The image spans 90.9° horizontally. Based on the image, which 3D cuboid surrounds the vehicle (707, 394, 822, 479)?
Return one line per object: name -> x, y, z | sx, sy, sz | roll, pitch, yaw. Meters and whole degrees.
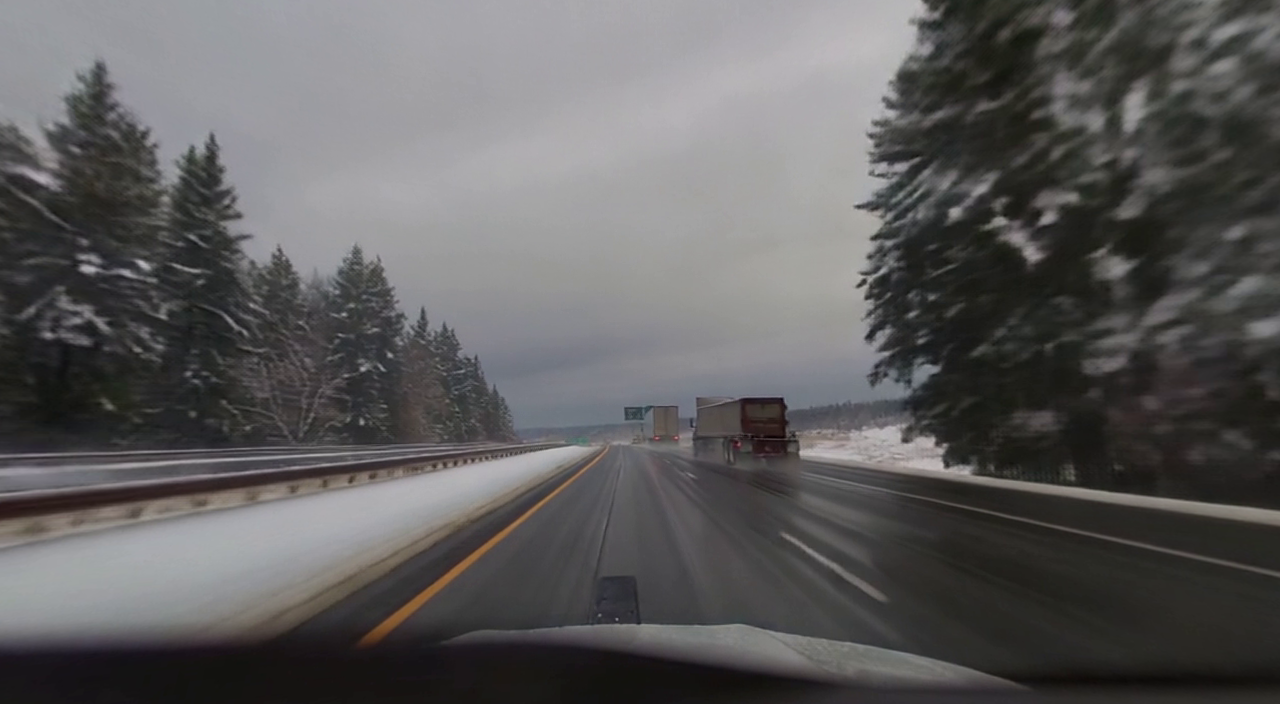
vehicle -> 4.364, 3.146, 23.568 | 2.741, 2.716, 6.323 | 0, -8, -2
